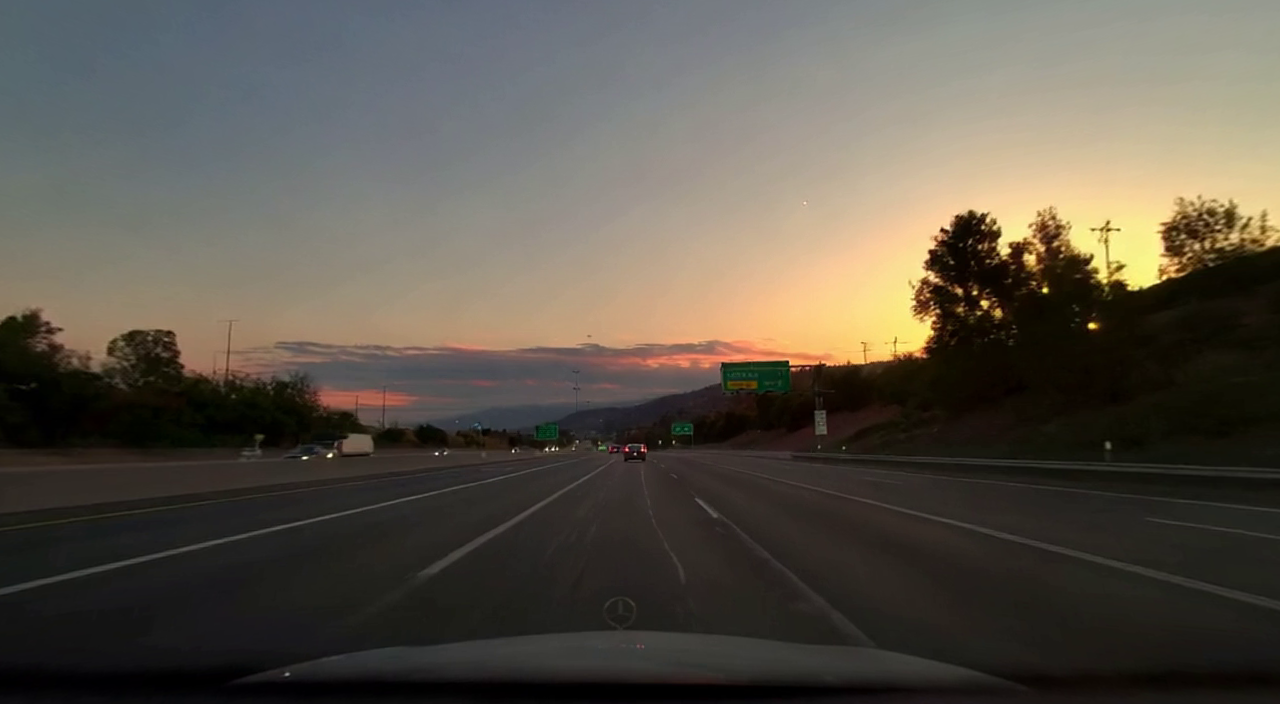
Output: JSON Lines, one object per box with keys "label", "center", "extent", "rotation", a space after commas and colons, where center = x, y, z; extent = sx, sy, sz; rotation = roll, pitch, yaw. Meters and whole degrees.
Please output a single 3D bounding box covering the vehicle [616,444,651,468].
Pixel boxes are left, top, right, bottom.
{"label": "vehicle", "center": [-0.438, 6.558, 40.060], "extent": [2.118, 1.466, 4.165], "rotation": [0, -9, -1]}
